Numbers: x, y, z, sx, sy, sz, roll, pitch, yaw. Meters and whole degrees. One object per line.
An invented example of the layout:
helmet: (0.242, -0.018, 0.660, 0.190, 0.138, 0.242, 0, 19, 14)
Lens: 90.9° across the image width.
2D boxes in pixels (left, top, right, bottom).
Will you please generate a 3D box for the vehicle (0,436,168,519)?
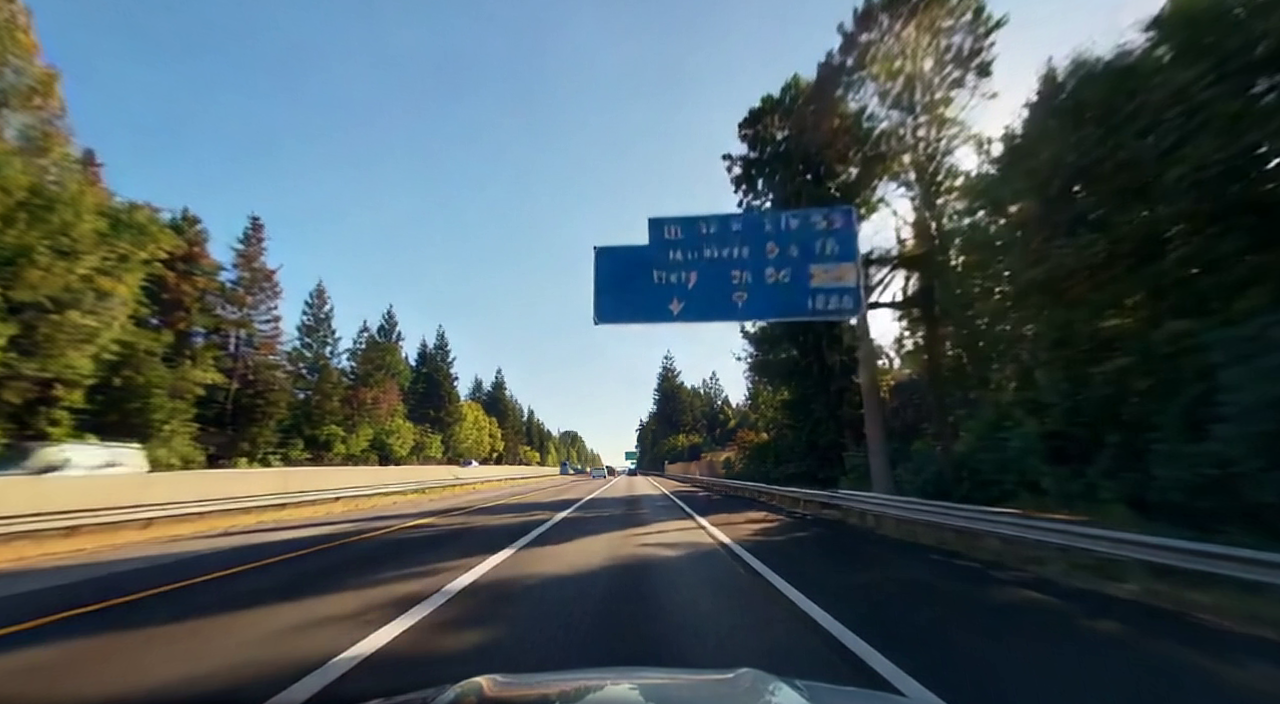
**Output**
vehicle: (-12.297, 2.581, 13.180, 1.830, 1.454, 3.815, 1, -11, 0)
